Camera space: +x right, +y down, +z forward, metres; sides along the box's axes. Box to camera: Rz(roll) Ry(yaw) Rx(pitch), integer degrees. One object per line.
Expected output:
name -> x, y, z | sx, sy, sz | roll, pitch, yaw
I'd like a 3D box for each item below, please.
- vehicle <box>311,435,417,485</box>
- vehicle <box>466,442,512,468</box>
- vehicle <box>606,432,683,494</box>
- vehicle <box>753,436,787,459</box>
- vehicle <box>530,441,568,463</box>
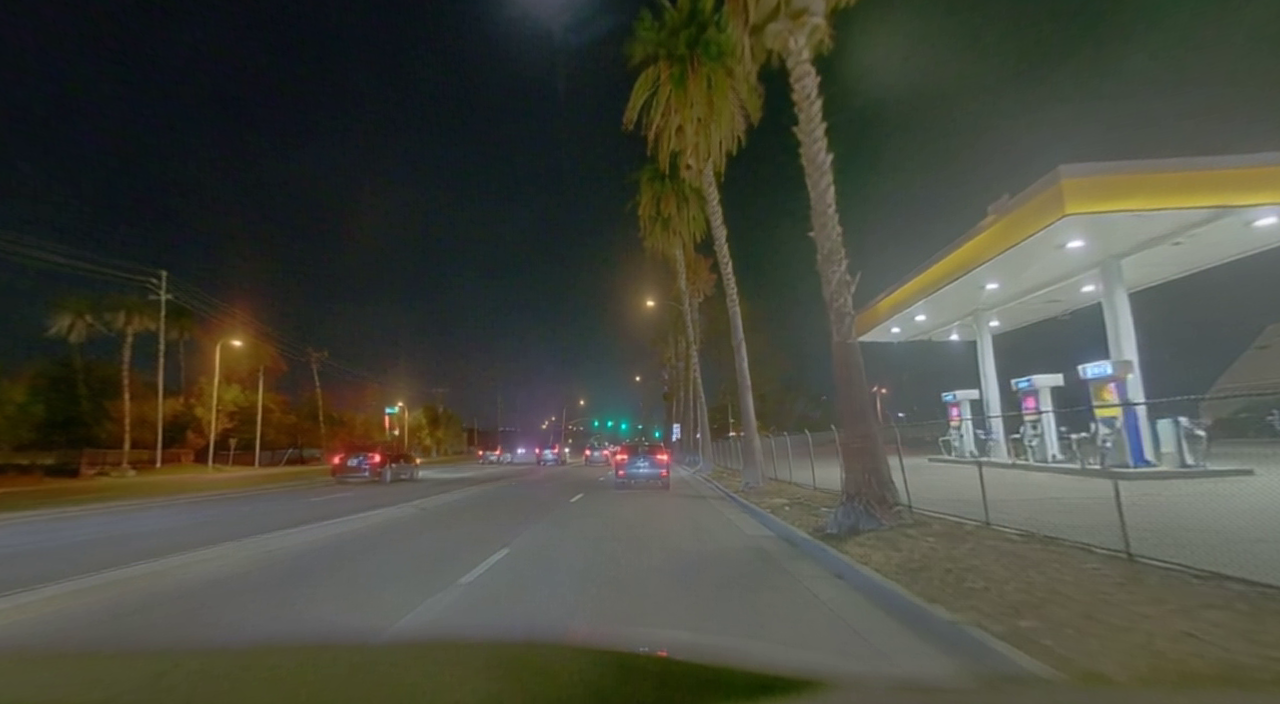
vehicle -> -10.405, 4.094, 24.069 | 1.965, 1.743, 4.327 | 0, -9, 1
vehicle -> -10.476, 7.172, 43.929 | 1.998, 1.731, 4.952 | 0, -8, 0
vehicle -> 0.181, 3.369, 19.400 | 2.121, 1.710, 3.893 | 0, -8, 2
vehicle -> 8.508, 6.215, 40.775 | 1.837, 1.416, 3.947 | -2, -9, 15
vehicle -> -6.862, 7.598, 47.860 | 2.099, 1.608, 4.420 | 0, -8, 1
